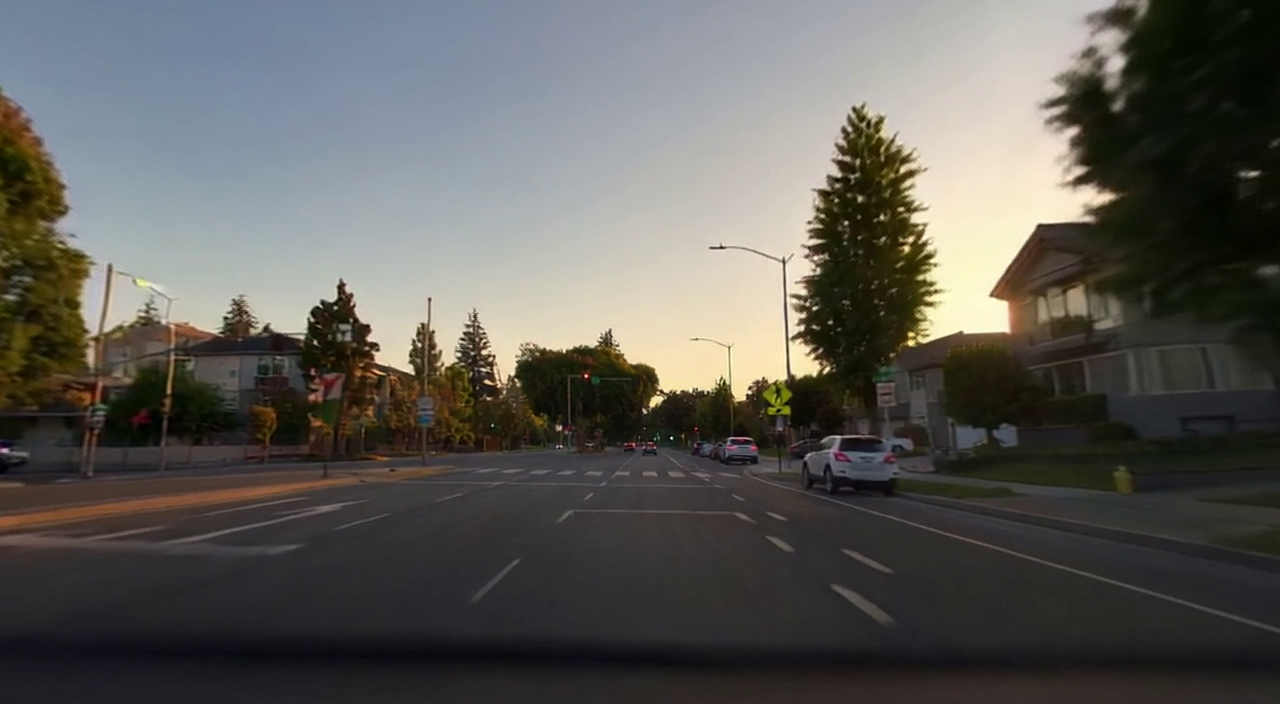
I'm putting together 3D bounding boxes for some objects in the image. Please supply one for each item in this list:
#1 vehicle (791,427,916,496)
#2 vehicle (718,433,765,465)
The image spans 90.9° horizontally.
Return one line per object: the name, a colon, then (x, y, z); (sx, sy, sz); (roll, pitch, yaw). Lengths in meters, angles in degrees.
vehicle: (6.106, 3.192, 18.753); (2.094, 1.766, 4.792); (0, -8, 1)
vehicle: (6.586, 6.382, 41.570); (2.293, 1.942, 5.004); (0, -8, 1)
